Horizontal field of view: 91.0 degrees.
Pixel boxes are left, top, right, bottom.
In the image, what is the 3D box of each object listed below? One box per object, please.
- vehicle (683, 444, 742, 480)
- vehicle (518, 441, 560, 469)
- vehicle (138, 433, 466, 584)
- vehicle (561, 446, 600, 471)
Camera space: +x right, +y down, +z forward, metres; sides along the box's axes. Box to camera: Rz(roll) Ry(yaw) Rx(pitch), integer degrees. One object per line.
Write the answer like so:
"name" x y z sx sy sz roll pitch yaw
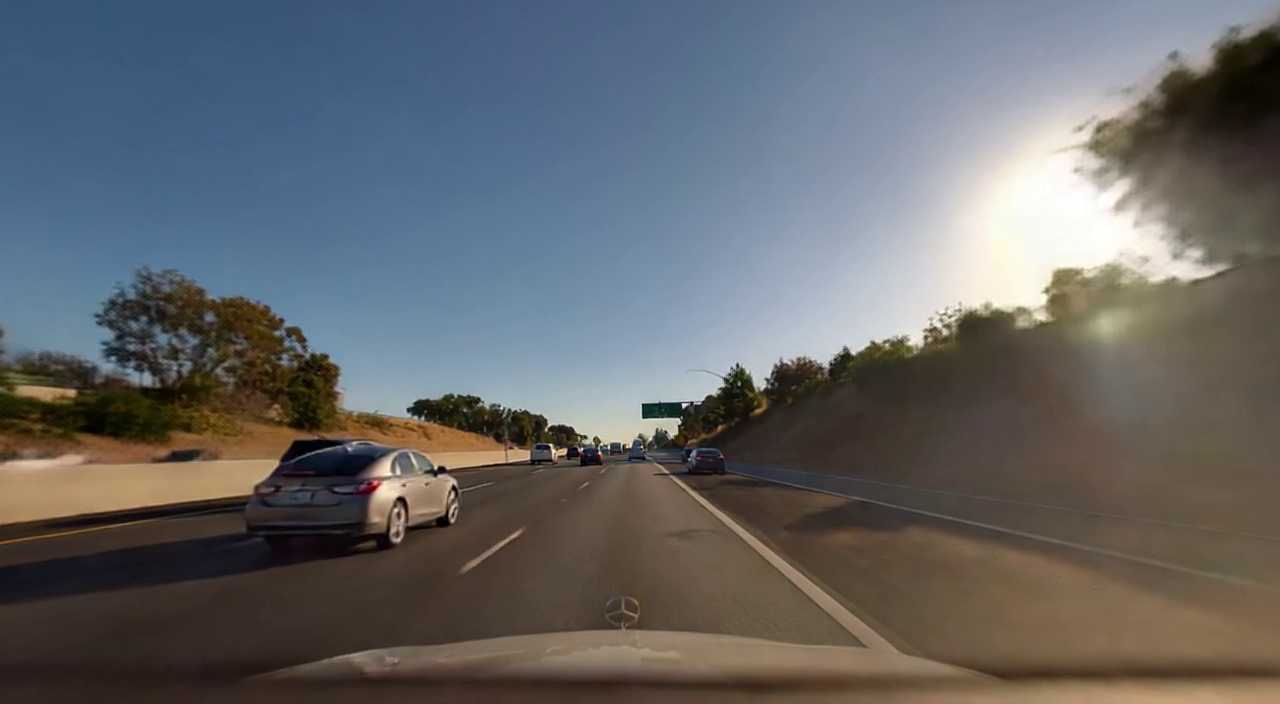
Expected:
"vehicle" 3.259 5.047 29.220 2.141 1.507 4.510 0 -9 0
"vehicle" -6.923 7.095 43.602 2.111 1.811 4.391 0 -9 0
"vehicle" -4.023 1.917 8.600 1.988 1.506 4.416 0 -9 0
"vehicle" -3.717 6.752 39.976 2.071 1.478 4.130 0 -9 1
